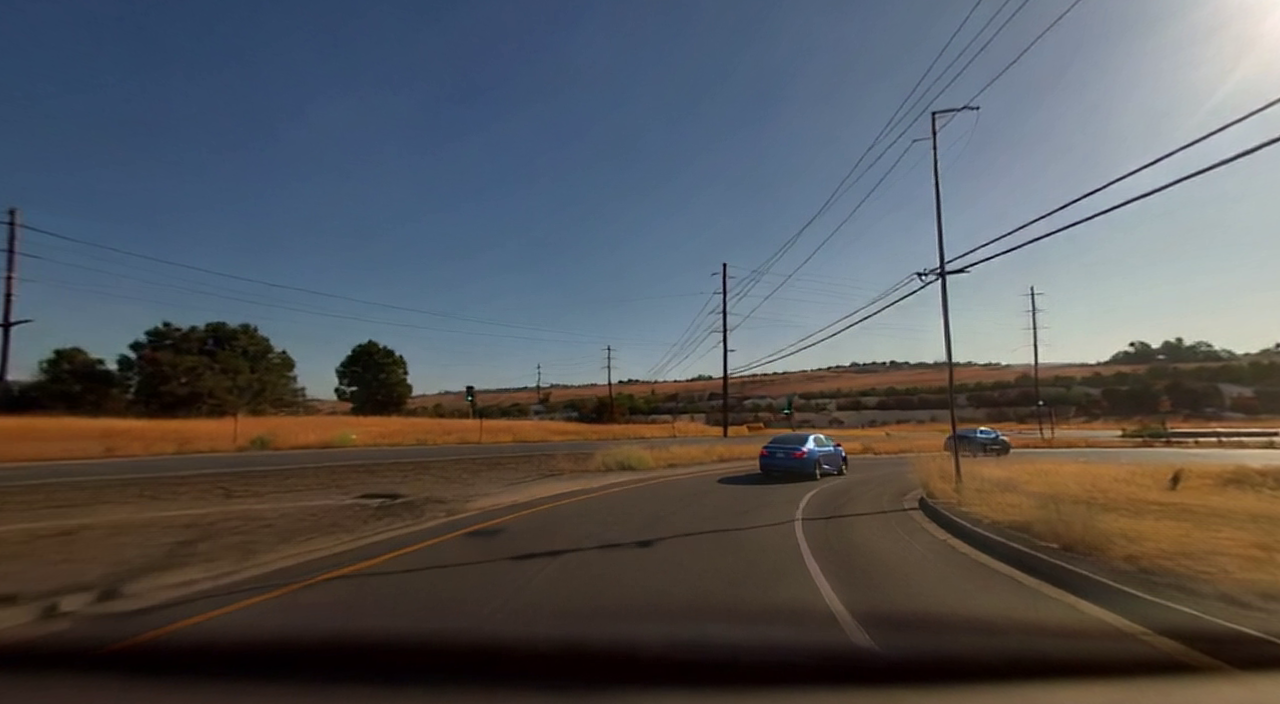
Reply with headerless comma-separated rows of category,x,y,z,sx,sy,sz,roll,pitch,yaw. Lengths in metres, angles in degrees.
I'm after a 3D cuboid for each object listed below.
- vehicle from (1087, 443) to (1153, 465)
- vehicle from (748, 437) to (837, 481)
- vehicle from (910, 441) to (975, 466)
vehicle,36.081,7.672,47.434,4.102,1.552,1.931,3,-9,-20
vehicle,5.620,3.815,22.821,2.026,1.407,4.374,-5,-10,28
vehicle,18.628,6.224,38.764,4.307,1.465,1.836,7,-11,-39
